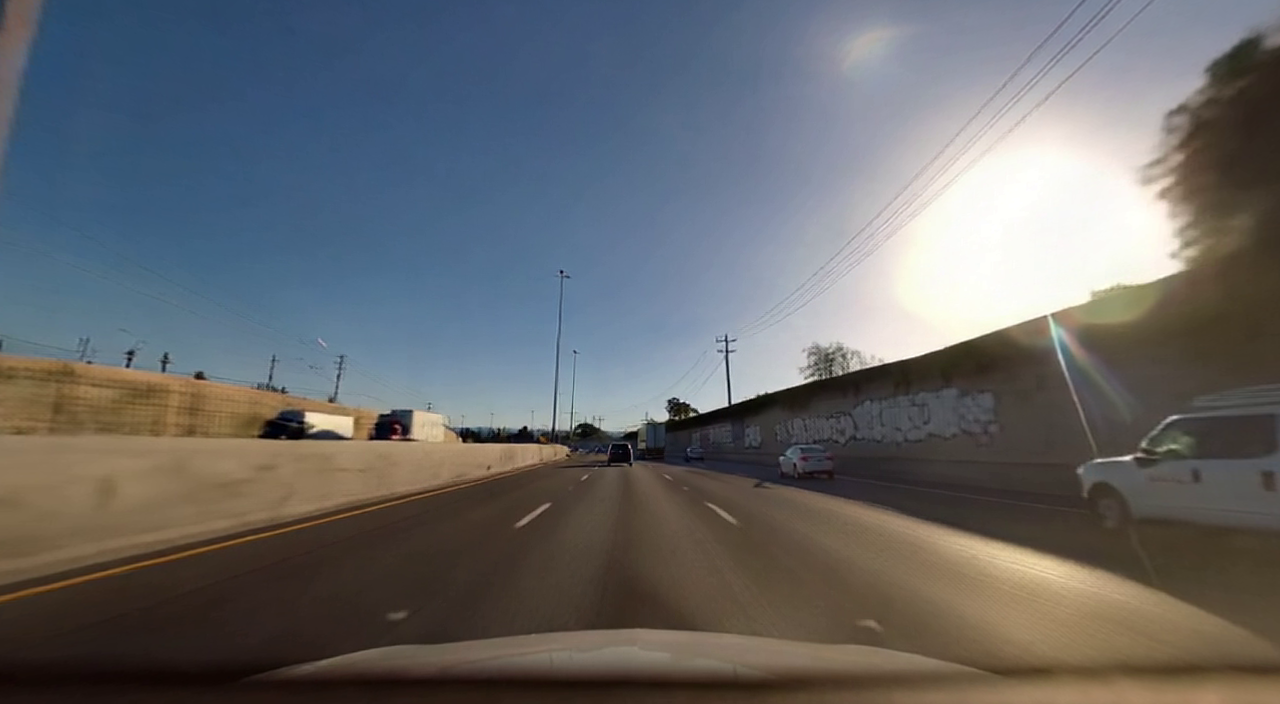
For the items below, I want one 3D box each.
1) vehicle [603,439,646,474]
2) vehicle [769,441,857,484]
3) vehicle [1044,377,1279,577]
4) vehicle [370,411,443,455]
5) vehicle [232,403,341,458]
[{"bbox_3d":[-0.822,5.479,33.270,2.191,1.685,3.353,0,-9,-2],"label":"vehicle"},{"bbox_3d":[6.665,4.294,24.924,2.032,1.525,4.631,0,-9,-2],"label":"vehicle"},{"bbox_3d":[7.371,1.284,6.635,2.325,1.924,5.838,0,-9,-1],"label":"vehicle"},{"bbox_3d":[-18.016,6.409,49.389,2.933,3.133,8.090,0,-9,-3],"label":"vehicle"},{"bbox_3d":[-21.622,4.950,39.187,2.876,3.127,6.718,0,-9,-1],"label":"vehicle"}]
